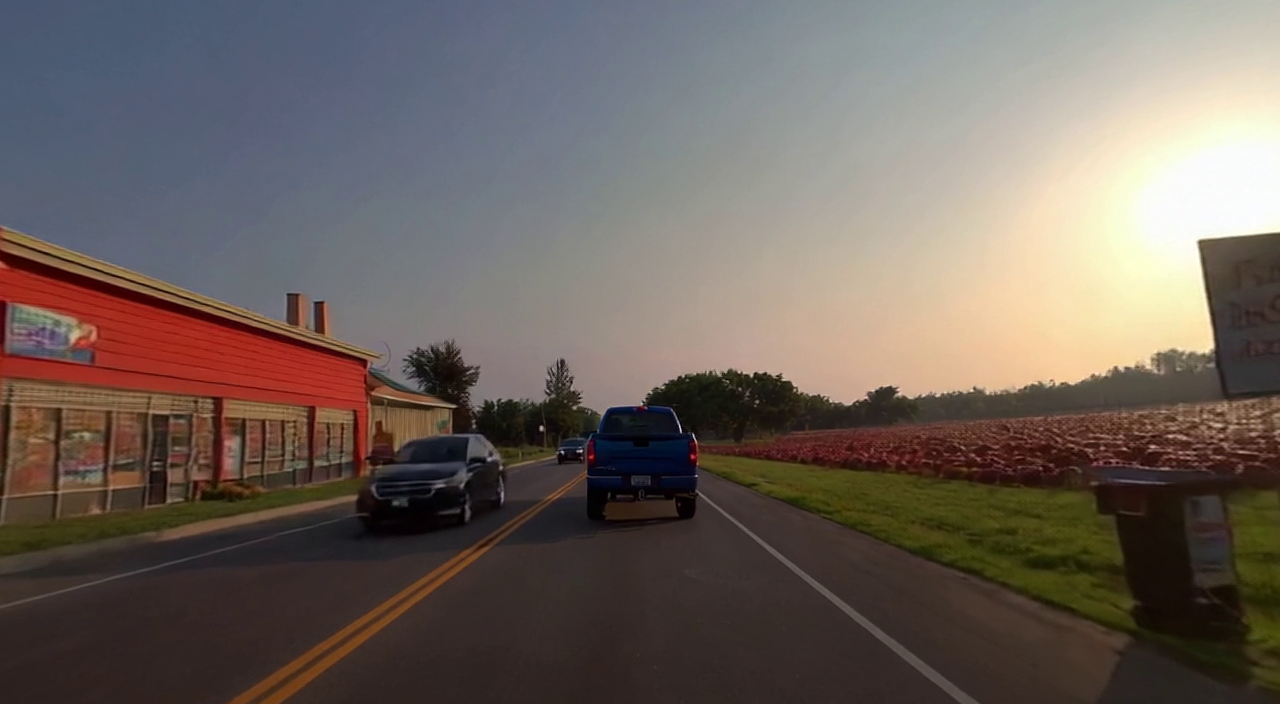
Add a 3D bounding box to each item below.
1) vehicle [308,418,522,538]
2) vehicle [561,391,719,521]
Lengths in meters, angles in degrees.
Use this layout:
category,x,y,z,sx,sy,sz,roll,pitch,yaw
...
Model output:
category,x,y,z,sx,sy,sz,roll,pitch,yaw
vehicle,-3.821,2.232,11.847,2.341,1.726,4.579,-1,-8,0
vehicle,-0.071,2.214,13.834,2.693,2.223,5.885,0,-8,-2
